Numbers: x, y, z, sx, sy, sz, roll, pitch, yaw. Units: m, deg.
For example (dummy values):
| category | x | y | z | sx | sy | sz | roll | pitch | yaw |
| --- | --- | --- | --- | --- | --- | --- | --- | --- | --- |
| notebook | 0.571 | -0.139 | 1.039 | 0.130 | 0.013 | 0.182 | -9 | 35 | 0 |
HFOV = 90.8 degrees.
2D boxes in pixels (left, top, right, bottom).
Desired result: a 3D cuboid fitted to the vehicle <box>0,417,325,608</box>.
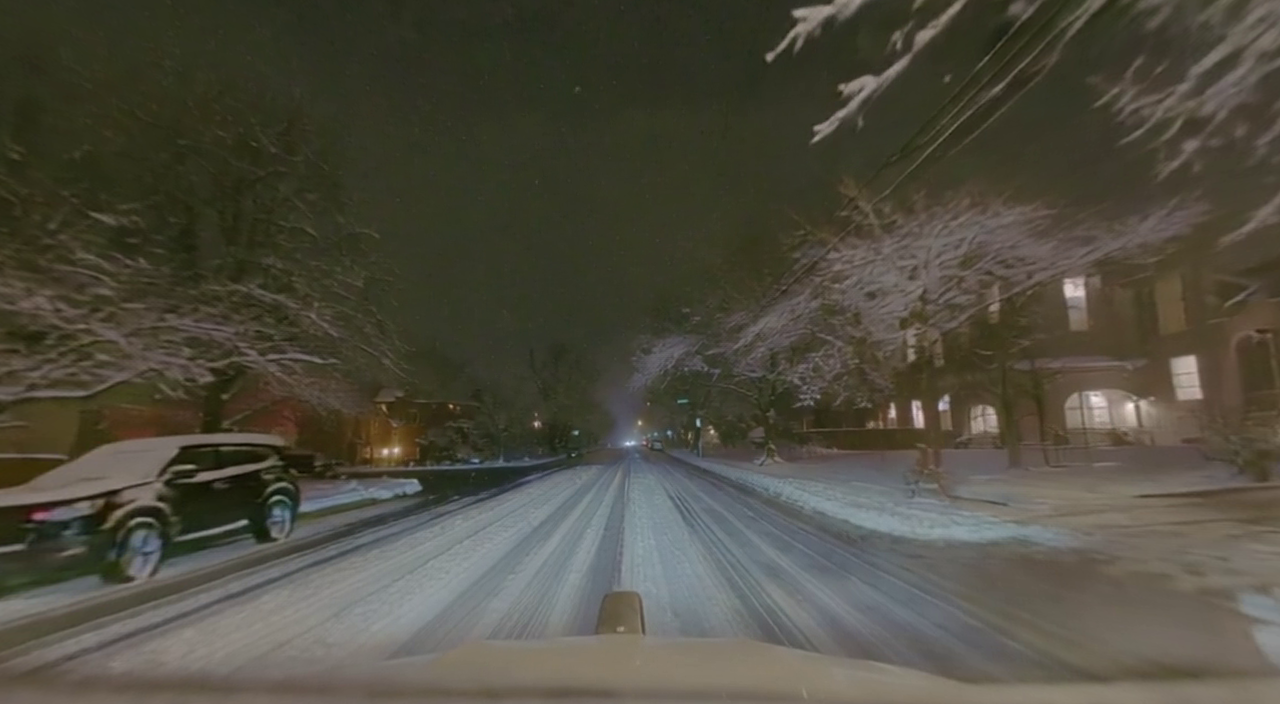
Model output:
| category | x | y | z | sx | sy | sz | roll | pitch | yaw |
| --- | --- | --- | --- | --- | --- | --- | --- | --- | --- |
| vehicle | -6.519 | 1.860 | 8.440 | 2.078 | 1.745 | 5.119 | 0 | -8 | -2 |
